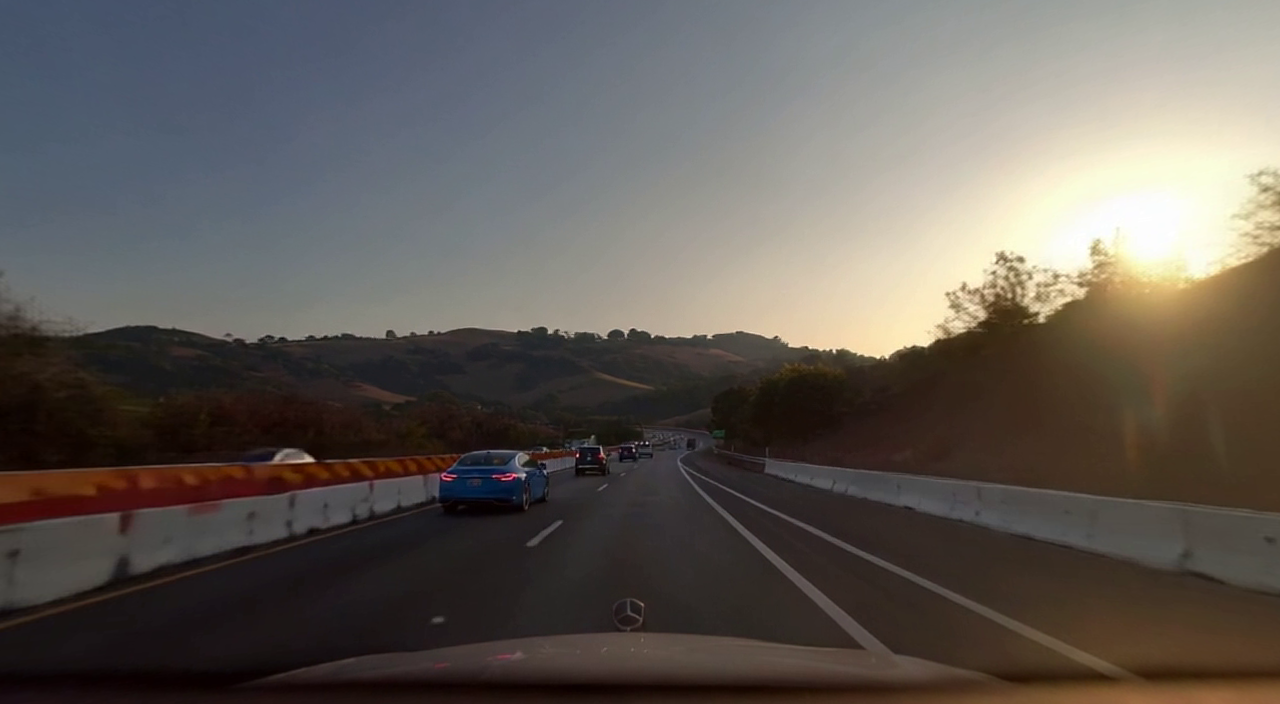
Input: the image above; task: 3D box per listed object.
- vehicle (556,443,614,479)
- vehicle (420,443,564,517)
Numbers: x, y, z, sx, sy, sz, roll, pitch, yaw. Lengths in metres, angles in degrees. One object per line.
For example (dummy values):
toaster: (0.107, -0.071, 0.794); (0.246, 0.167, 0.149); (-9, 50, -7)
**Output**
vehicle: (-2.368, 4.855, 28.224); (2.094, 1.480, 4.124); (0, -9, 2)
vehicle: (-2.957, 2.665, 13.573); (2.061, 1.330, 3.928); (0, -9, 1)
